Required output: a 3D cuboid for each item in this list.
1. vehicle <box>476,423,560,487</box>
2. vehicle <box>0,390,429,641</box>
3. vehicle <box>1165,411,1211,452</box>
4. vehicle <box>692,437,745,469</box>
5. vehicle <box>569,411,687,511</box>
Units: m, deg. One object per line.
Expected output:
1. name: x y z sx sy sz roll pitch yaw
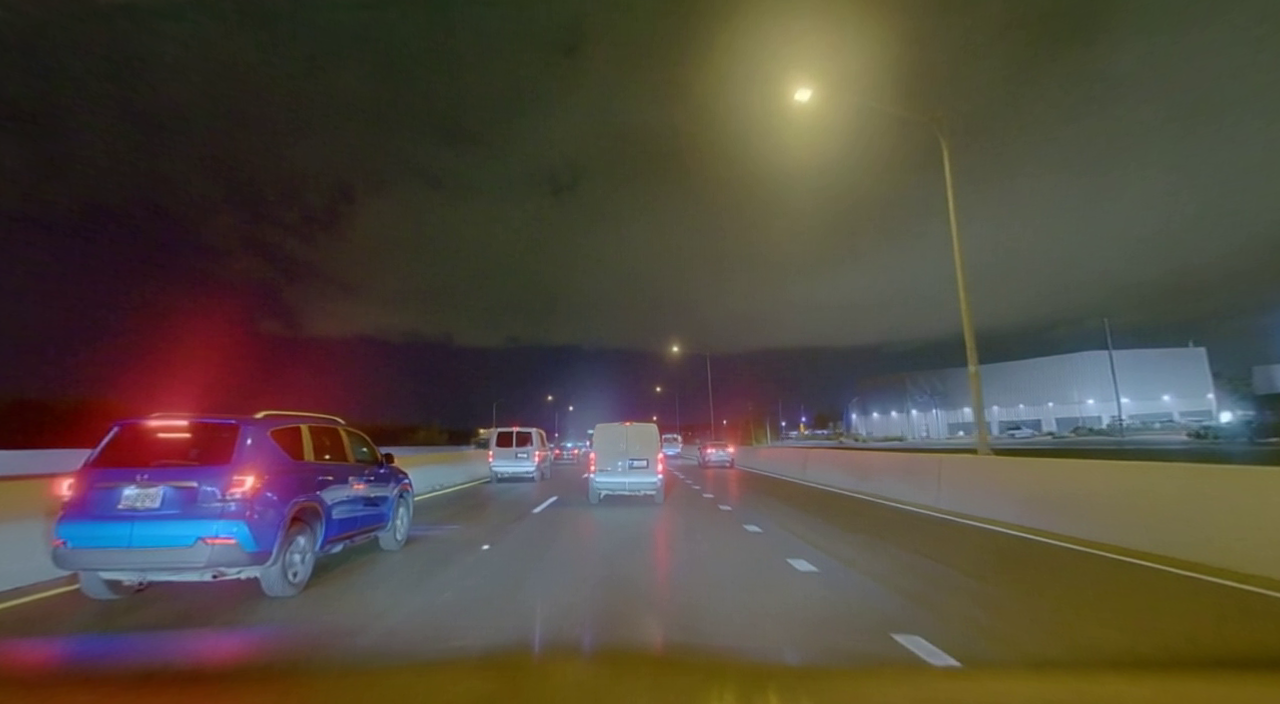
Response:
1. vehicle: -4.019 3.456 21.455 2.038 1.936 4.300 0 -8 -1
2. vehicle: -3.912 1.432 6.575 1.972 1.703 4.333 0 -8 -1
3. vehicle: 30.841 4.506 35.467 1.480 2.238 1.864 -6 -10 32
4. vehicle: 3.836 4.996 31.344 1.999 1.494 3.833 0 -8 -2
5. vehicle: -0.292 2.454 14.605 2.304 1.925 4.282 0 -8 -1
